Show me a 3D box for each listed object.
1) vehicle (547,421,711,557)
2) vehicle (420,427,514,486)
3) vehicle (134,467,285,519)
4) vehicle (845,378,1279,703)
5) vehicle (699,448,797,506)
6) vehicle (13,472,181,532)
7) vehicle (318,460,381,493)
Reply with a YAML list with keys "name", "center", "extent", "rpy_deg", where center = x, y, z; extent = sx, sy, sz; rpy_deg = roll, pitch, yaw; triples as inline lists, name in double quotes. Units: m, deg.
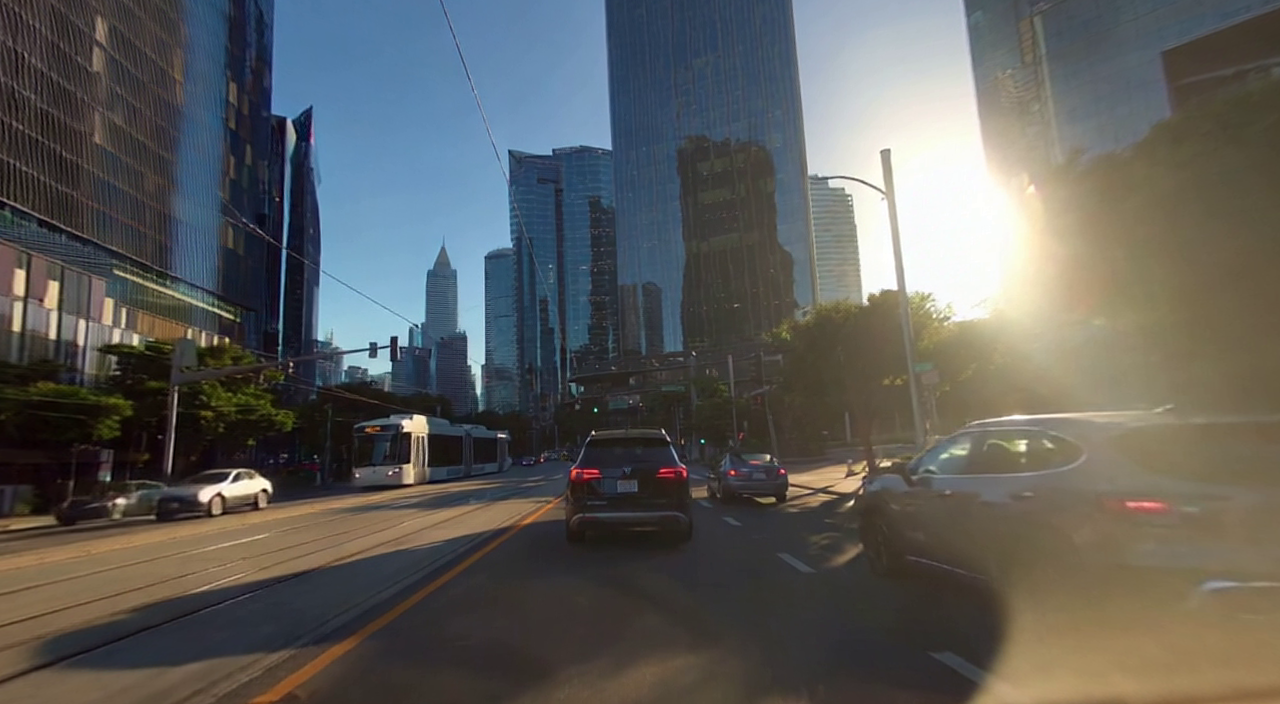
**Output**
- name: "vehicle"
  center: [-0.230, 2.137, 10.601]
  extent: [2.178, 1.779, 4.255]
  rpy_deg: [0, -8, -2]
- name: "vehicle"
  center: [-10.970, 6.763, 41.498]
  extent: [3.053, 3.359, 10.539]
  rpy_deg: [0, -8, 1]
- name: "vehicle"
  center: [-15.001, 4.921, 22.434]
  extent: [2.077, 1.458, 4.718]
  rpy_deg: [0, -8, 0]
- name: "vehicle"
  center: [3.571, 1.323, 5.406]
  extent: [2.029, 1.717, 4.624]
  rpy_deg: [0, -8, -1]
- name: "vehicle"
  center: [3.023, 3.583, 18.667]
  extent: [1.993, 1.480, 4.324]
  rpy_deg: [0, -9, -2]
- name: "vehicle"
  center: [-19.053, 5.223, 22.531]
  extent: [2.066, 1.700, 4.536]
  rpy_deg: [0, -8, -2]
- name: "vehicle"
  center: [-18.909, 8.105, 41.406]
  extent: [1.933, 1.919, 4.913]
  rpy_deg: [0, -8, -2]
